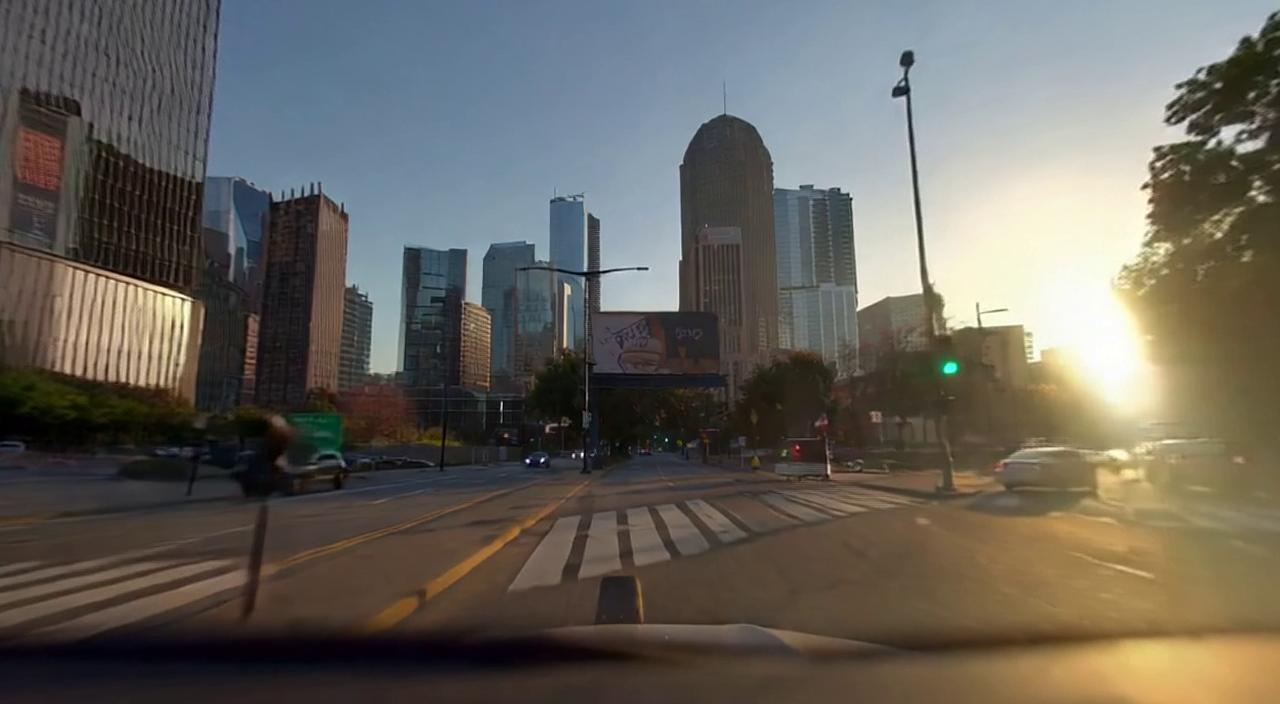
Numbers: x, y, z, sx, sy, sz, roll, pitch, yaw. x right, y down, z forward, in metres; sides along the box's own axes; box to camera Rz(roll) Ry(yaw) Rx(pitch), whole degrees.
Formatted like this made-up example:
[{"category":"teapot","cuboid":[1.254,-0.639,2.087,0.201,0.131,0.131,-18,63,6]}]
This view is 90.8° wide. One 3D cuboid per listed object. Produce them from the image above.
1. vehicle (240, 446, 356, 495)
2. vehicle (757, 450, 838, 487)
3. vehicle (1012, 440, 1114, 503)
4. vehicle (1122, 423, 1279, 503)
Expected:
[{"category":"vehicle","cuboid":[-13.454,4.655,25.239,1.979,1.727,4.489,-1,-9,2]},{"category":"vehicle","cuboid":[6.860,5.110,28.071,2.675,1.452,4.213,-1,-8,2]},{"category":"vehicle","cuboid":[11.965,3.330,18.136,2.023,1.527,5.016,-6,-10,31]},{"category":"vehicle","cuboid":[15.114,2.974,17.379,2.232,1.814,5.285,-5,-10,30]}]
